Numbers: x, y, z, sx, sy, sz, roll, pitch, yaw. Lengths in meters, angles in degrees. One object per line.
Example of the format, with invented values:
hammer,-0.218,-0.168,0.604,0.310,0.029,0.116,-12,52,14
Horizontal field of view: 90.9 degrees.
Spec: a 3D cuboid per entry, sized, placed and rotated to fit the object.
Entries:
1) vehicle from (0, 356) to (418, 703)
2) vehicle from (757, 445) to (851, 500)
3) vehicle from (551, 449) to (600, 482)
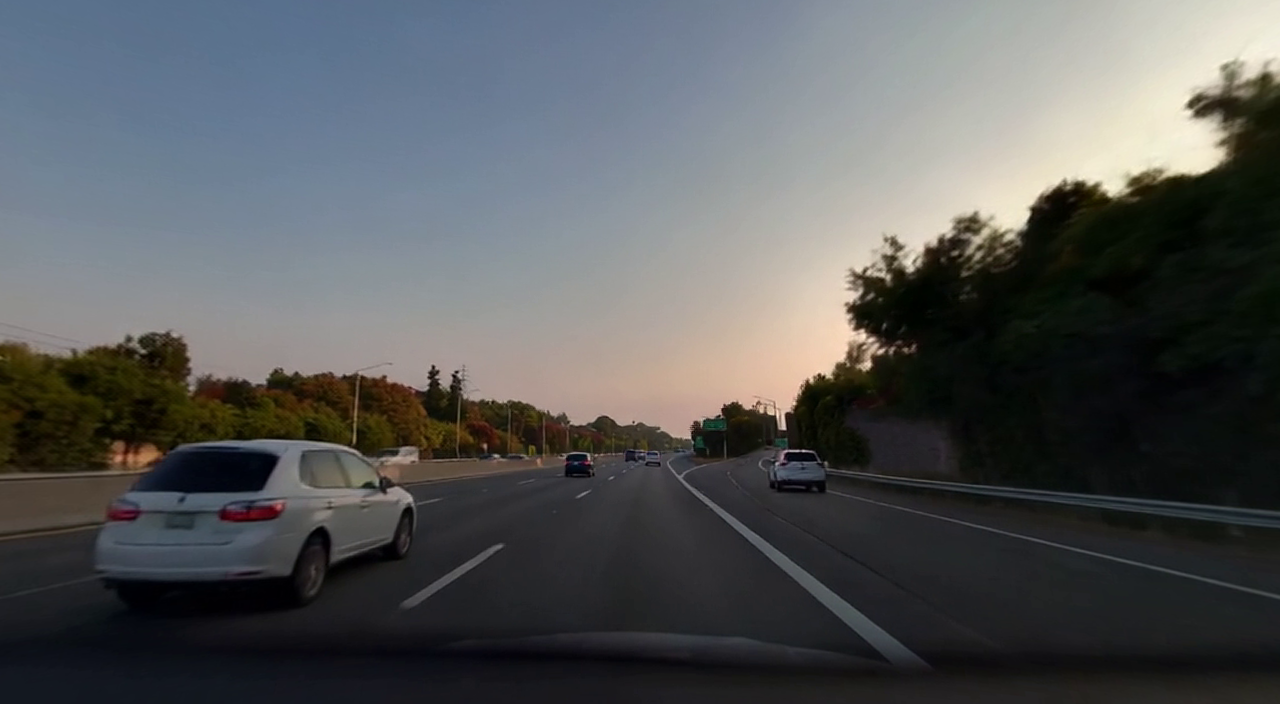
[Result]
vehicle,-3.539,1.188,4.559,2.263,1.696,4.321,0,-9,0
vehicle,5.150,3.832,20.474,2.020,1.548,4.715,0,-9,3
vehicle,-3.208,5.768,32.228,1.997,1.540,3.906,0,-9,1
